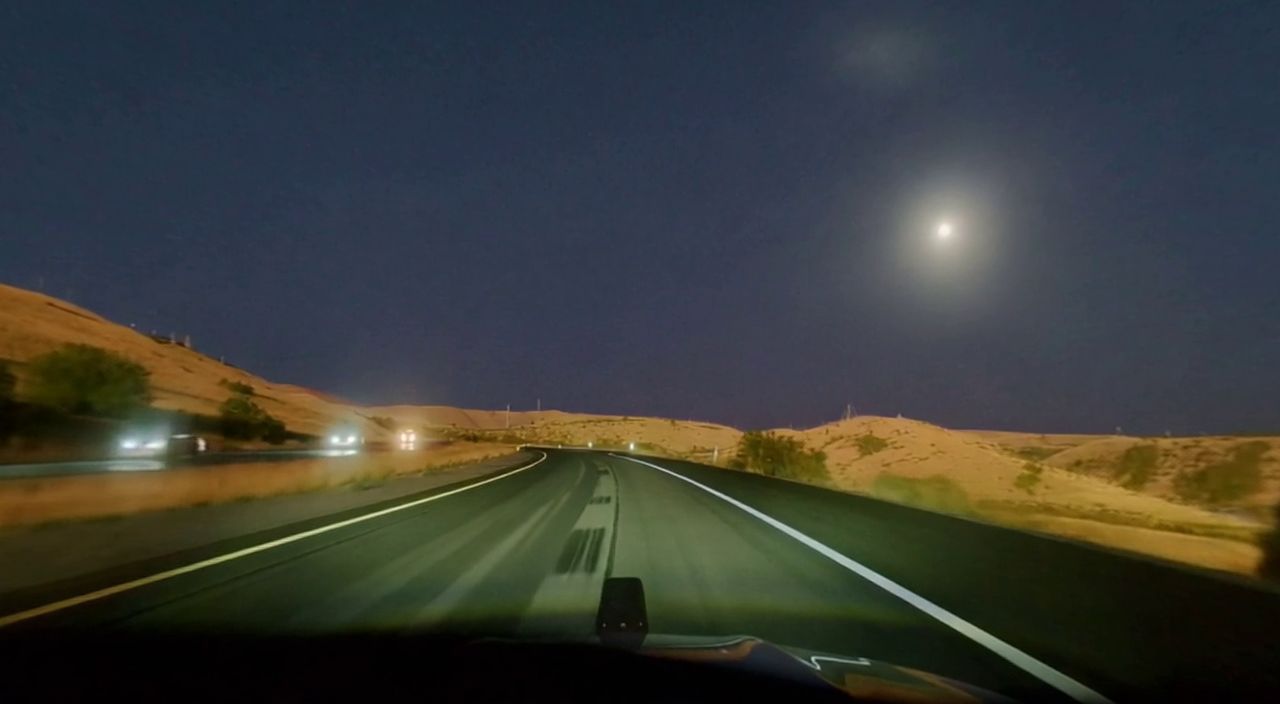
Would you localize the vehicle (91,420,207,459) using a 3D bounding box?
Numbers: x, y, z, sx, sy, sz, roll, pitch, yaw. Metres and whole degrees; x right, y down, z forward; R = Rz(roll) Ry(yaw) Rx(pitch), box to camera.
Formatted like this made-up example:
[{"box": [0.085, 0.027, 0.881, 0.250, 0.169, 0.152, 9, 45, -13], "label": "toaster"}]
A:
[{"box": [-25.042, 4.540, 32.458, 2.156, 1.823, 5.280, 1, -9, -7], "label": "vehicle"}]
